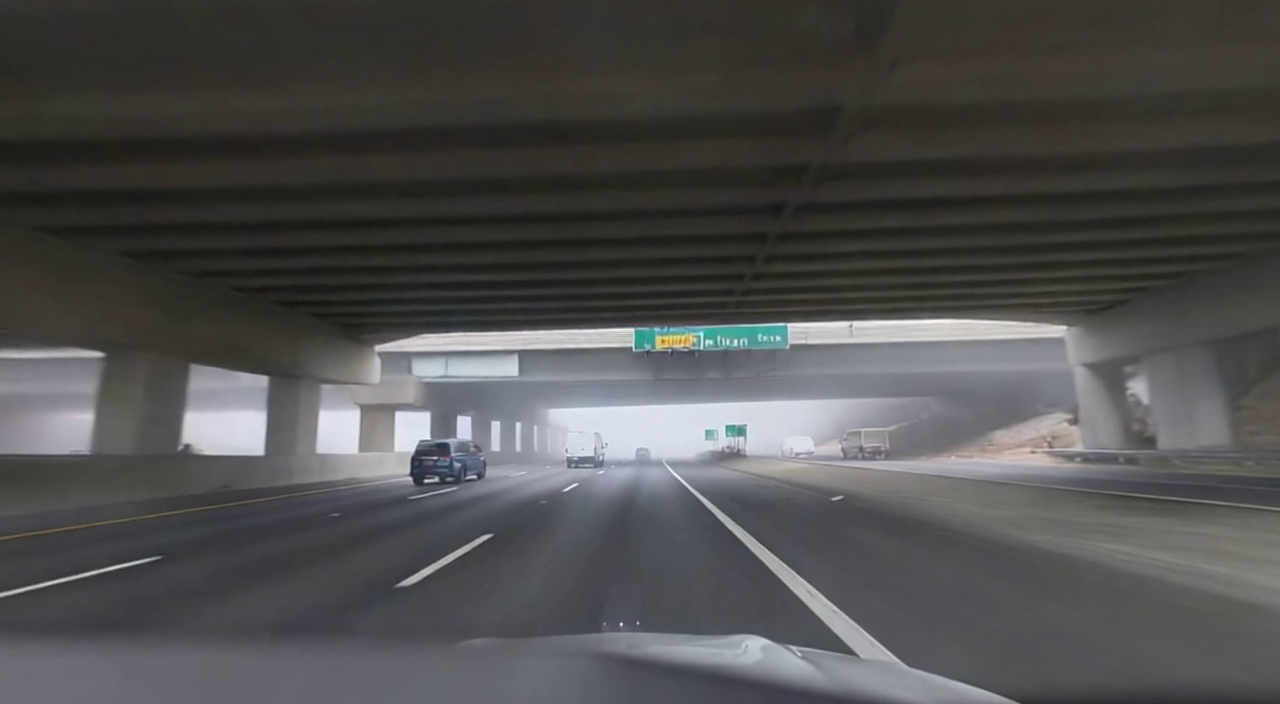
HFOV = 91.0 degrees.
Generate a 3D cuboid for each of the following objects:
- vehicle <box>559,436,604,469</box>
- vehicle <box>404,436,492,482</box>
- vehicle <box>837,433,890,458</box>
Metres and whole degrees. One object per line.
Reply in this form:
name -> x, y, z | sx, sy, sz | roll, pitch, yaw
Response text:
vehicle -> -3.445, 6.034, 38.105 | 2.144, 1.847, 4.850 | 0, -8, 1
vehicle -> -7.779, 4.386, 26.015 | 2.092, 1.712, 4.627 | 0, -8, 1
vehicle -> 14.590, 6.143, 41.321 | 1.896, 1.518, 4.417 | 0, -8, 1
